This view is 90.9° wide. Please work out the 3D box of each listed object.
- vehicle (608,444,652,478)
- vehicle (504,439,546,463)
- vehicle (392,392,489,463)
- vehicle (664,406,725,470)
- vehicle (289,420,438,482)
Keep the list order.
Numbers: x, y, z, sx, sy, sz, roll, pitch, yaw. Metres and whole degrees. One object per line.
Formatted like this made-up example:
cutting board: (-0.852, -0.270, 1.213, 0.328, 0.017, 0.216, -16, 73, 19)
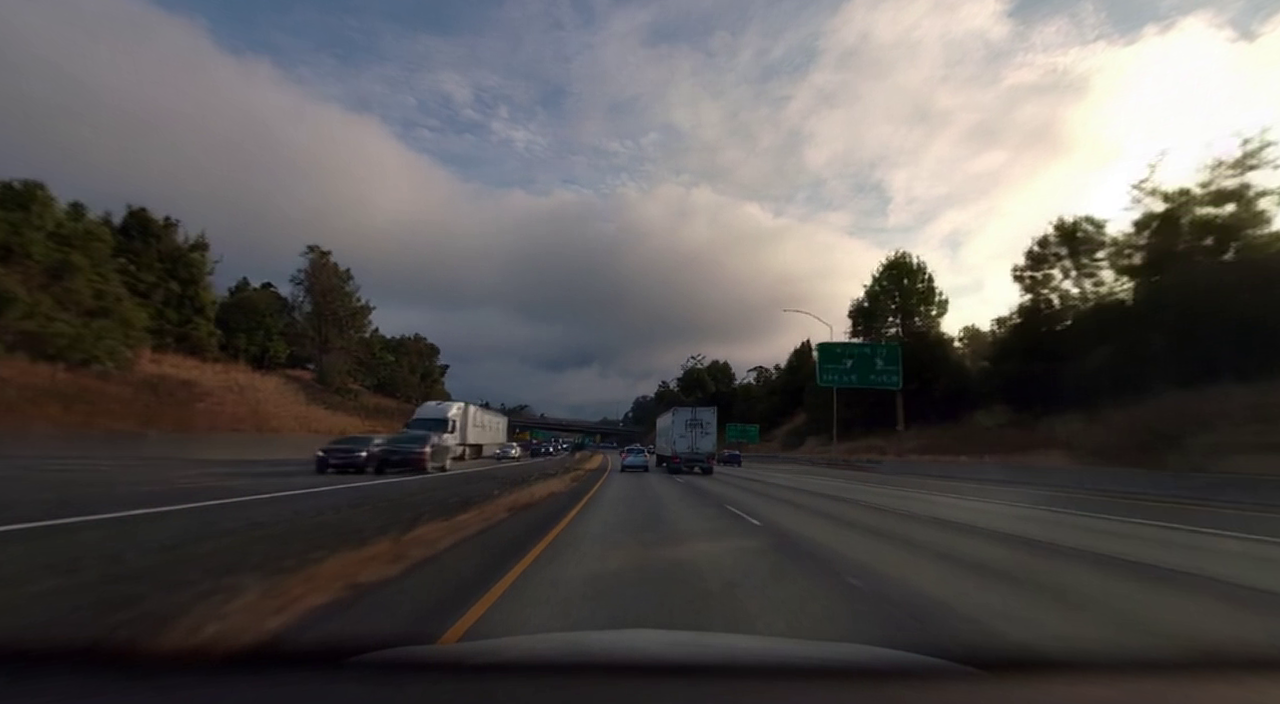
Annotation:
vehicle: (-0.513, 5.485, 31.901, 2.111, 1.599, 3.859, 0, -9, -1)
vehicle: (-7.858, 6.822, 43.411, 1.993, 1.486, 5.318, 0, -9, -1)
vehicle: (-12.211, 4.949, 39.853, 2.937, 3.843, 10.296, 0, -9, -1)
vehicle: (3.657, 6.424, 46.130, 2.931, 4.009, 12.800, 0, -9, -2)
vehicle: (-7.459, 2.780, 17.702, 1.958, 1.489, 4.997, 0, -9, -1)
